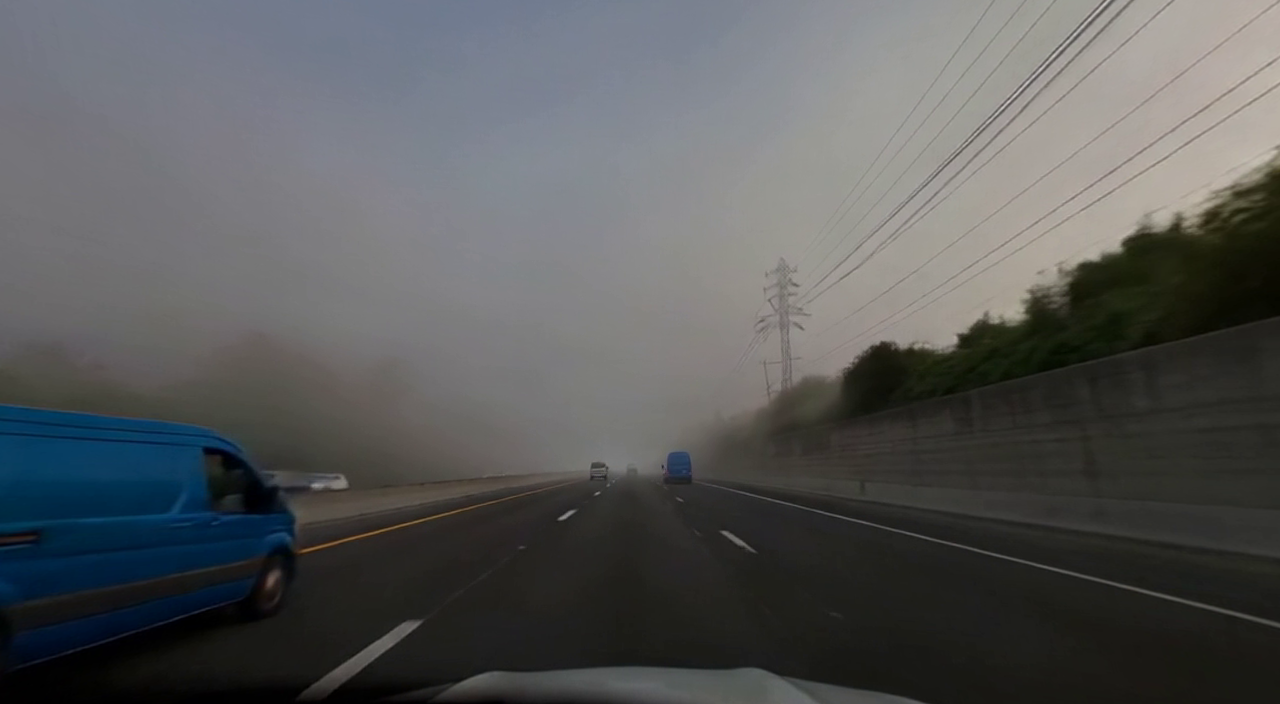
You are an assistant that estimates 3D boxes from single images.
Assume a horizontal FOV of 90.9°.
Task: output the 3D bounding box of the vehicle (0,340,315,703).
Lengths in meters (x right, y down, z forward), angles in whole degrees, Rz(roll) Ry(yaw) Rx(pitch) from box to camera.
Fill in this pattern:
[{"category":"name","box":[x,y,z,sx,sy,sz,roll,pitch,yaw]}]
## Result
[{"category":"vehicle","box":[-3.776,0.851,2.759,2.153,1.756,4.730,1,-11,0]}]
